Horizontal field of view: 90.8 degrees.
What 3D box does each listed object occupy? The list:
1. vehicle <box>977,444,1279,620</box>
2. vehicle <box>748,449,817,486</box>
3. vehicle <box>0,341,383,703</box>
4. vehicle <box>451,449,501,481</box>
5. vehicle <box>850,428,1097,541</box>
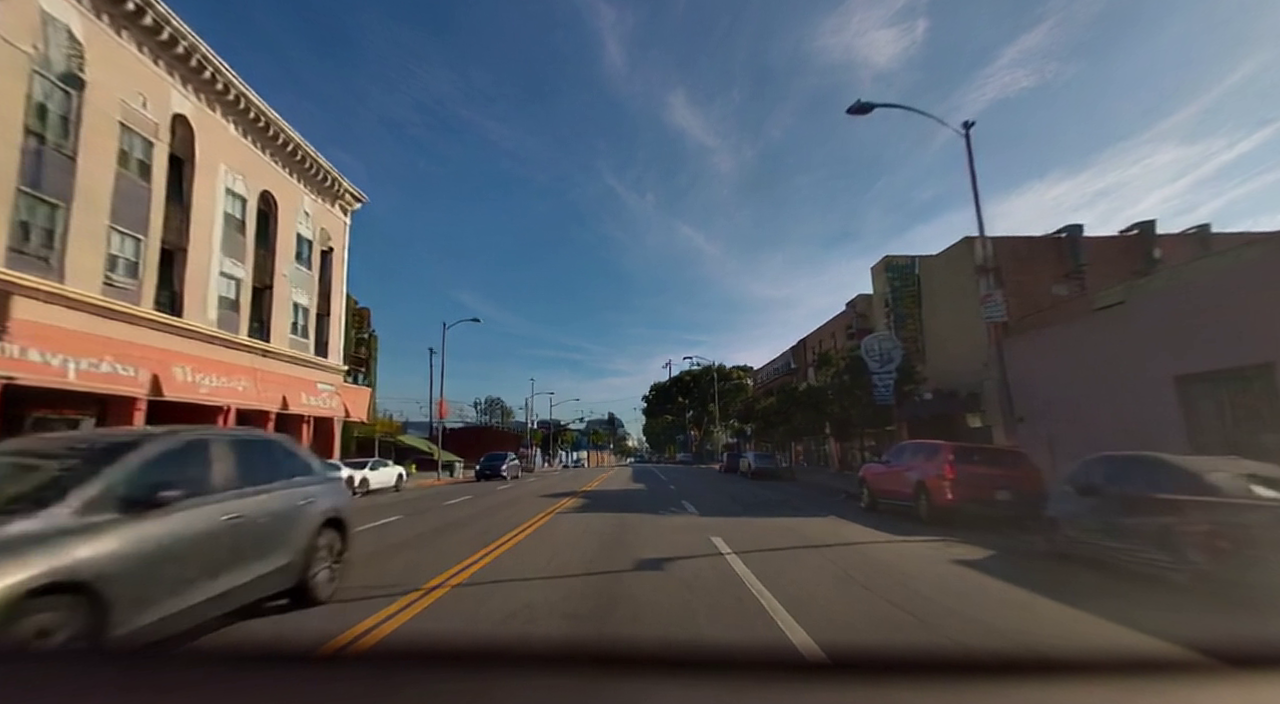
[{"bbox_3d":[6.330,1.869,7.661,1.966,1.472,4.363,0,-8,-1],"label":"vehicle"},{"bbox_3d":[6.255,5.105,28.309,1.902,1.484,4.714,0,-8,-2],"label":"vehicle"},{"bbox_3d":[-3.443,1.045,3.872,1.980,1.718,4.120,0,-8,0],"label":"vehicle"},{"bbox_3d":[-9.867,6.788,38.245,1.890,1.718,4.309,0,-8,0],"label":"vehicle"},{"bbox_3d":[6.057,2.440,12.407,1.996,1.751,4.882,0,-8,-3],"label":"vehicle"}]
